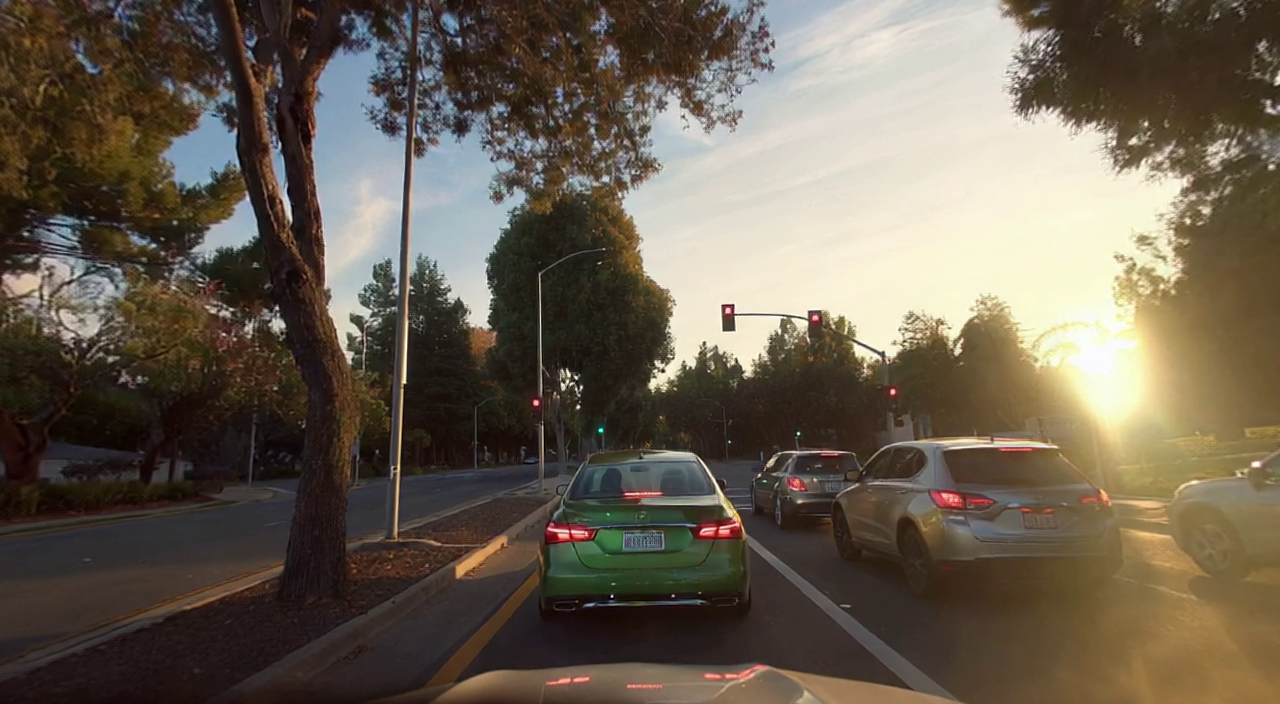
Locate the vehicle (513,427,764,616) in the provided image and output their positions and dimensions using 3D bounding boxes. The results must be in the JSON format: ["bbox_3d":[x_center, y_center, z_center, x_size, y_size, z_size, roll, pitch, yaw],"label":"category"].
[{"bbox_3d":[0.010,1.679,7.100,2.015,1.502,3.898,0,-9,1],"label":"vehicle"}]

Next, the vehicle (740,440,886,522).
[{"bbox_3d":[3.533,2.721,13.825,1.934,1.494,4.446,0,-9,0],"label":"vehicle"}]

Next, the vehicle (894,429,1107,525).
[{"bbox_3d":[7.022,2.468,12.903,1.923,1.611,4.094,0,-9,0],"label":"vehicle"}]

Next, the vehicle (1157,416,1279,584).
[{"bbox_3d":[6.939,1.337,5.570,1.783,1.572,3.421,0,-9,1],"label":"vehicle"}]
